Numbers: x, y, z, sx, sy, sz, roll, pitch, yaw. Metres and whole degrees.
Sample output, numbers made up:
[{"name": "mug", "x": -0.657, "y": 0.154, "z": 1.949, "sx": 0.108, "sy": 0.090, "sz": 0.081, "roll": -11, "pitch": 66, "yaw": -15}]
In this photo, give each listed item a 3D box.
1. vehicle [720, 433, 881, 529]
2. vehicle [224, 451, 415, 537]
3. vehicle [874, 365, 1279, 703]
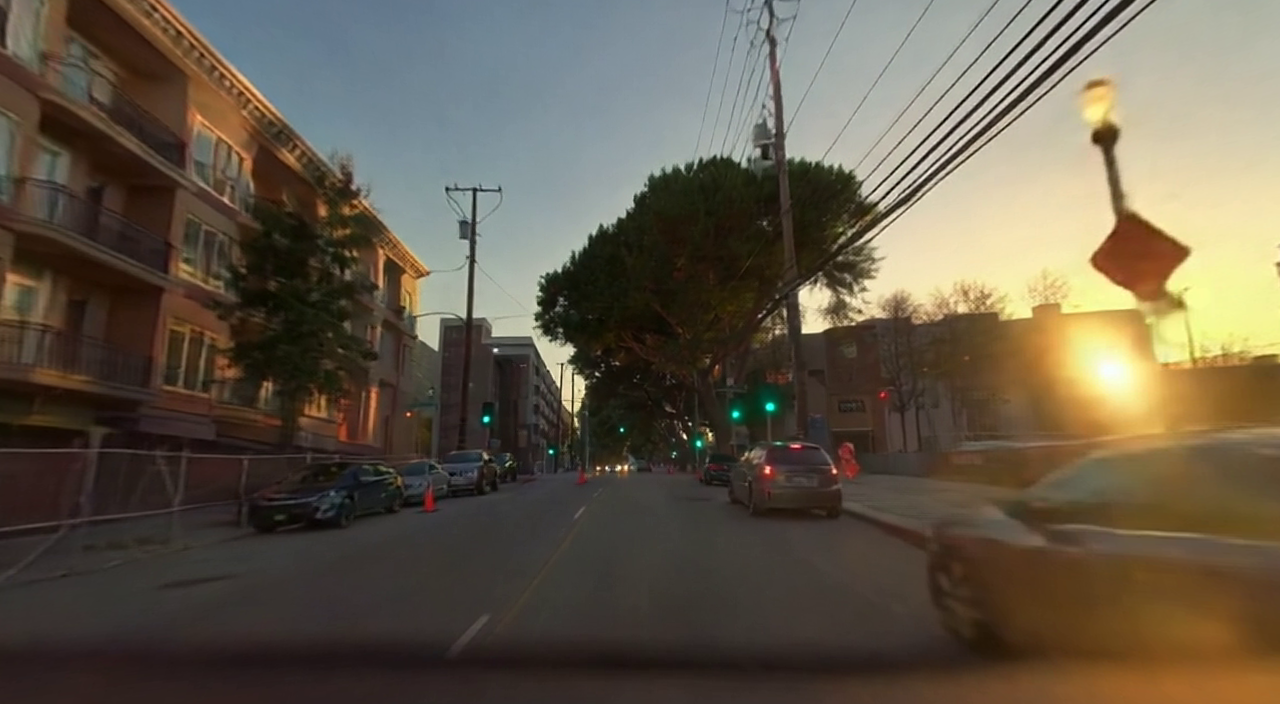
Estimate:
[{"name": "vehicle", "x": 3.250, "y": 2.723, "z": 14.080, "sx": 2.141, "sy": 1.737, "sz": 5.009, "roll": 0, "pitch": -8, "yaw": -2}, {"name": "vehicle", "x": -6.472, "y": 2.870, "z": 13.436, "sx": 1.968, "sy": 1.450, "sz": 4.271, "roll": 0, "pitch": -8, "yaw": -3}, {"name": "vehicle", "x": 3.184, "y": 1.058, "z": 3.324, "sx": 2.155, "sy": 1.648, "sz": 4.282, "roll": 0, "pitch": -8, "yaw": -1}]
